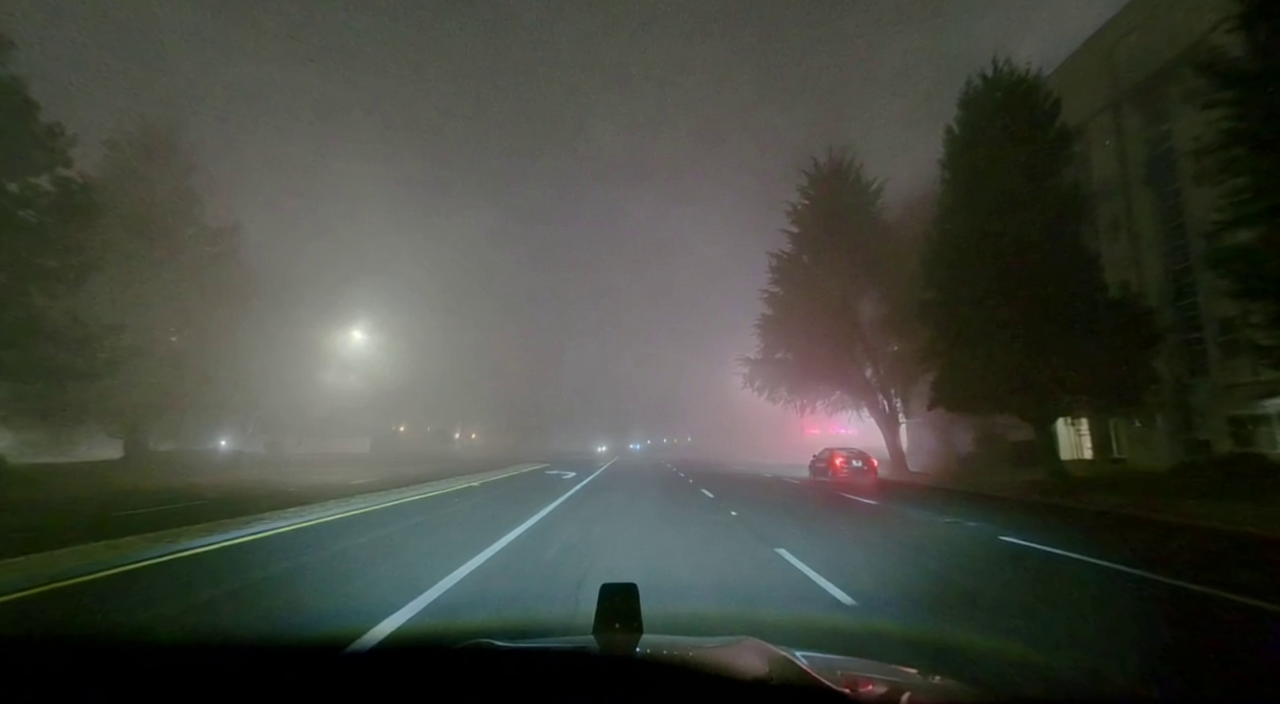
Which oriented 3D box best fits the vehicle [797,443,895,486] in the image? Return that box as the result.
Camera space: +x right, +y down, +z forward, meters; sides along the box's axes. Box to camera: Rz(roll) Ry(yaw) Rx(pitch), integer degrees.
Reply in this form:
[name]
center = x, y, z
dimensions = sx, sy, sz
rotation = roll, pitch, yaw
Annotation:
[vehicle]
center = 7.440, 4.107, 23.312
dimensions = 2.054, 1.421, 4.487
rotation = 0, -8, -1
